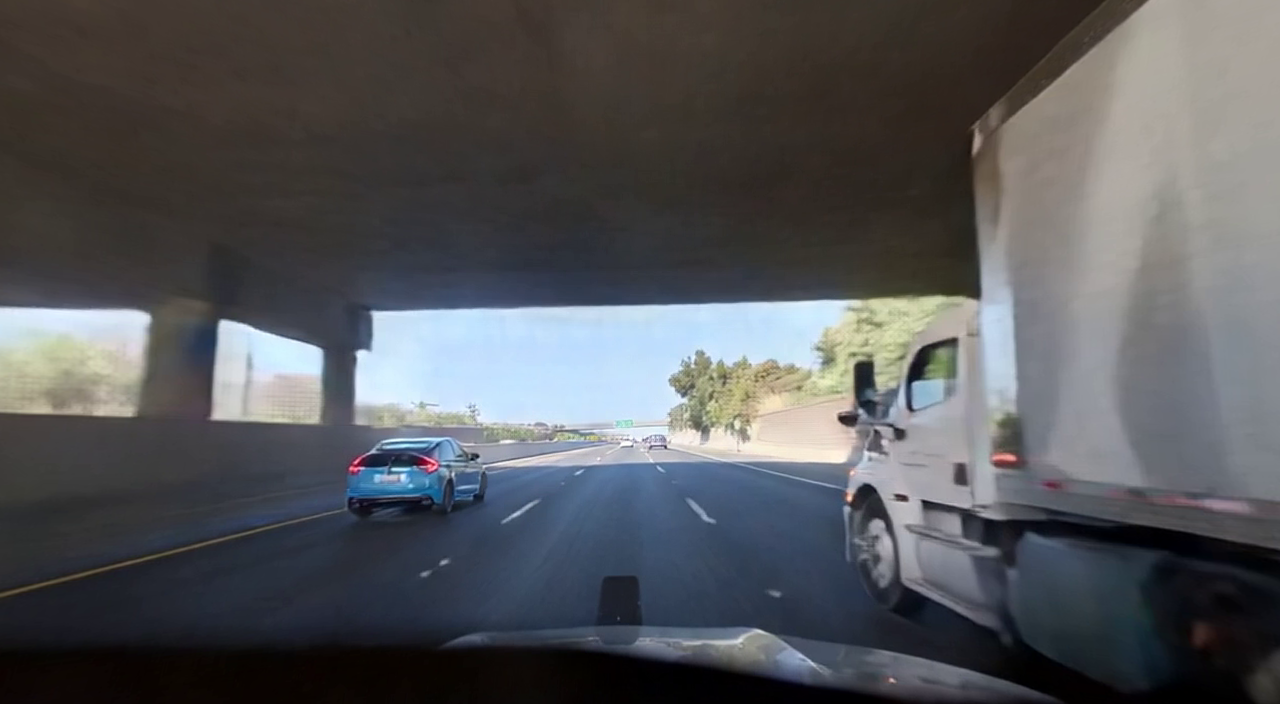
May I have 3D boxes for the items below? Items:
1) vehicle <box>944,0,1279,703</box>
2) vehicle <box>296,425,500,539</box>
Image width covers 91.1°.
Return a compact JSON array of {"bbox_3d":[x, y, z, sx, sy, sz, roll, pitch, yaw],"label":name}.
[{"bbox_3d":[3.862,-0.714,1.408,2.945,3.778,6.405,0,-8,-1],"label":"vehicle"},{"bbox_3d":[-4.059,2.231,11.513,2.063,1.661,4.439,1,-8,-2],"label":"vehicle"}]
